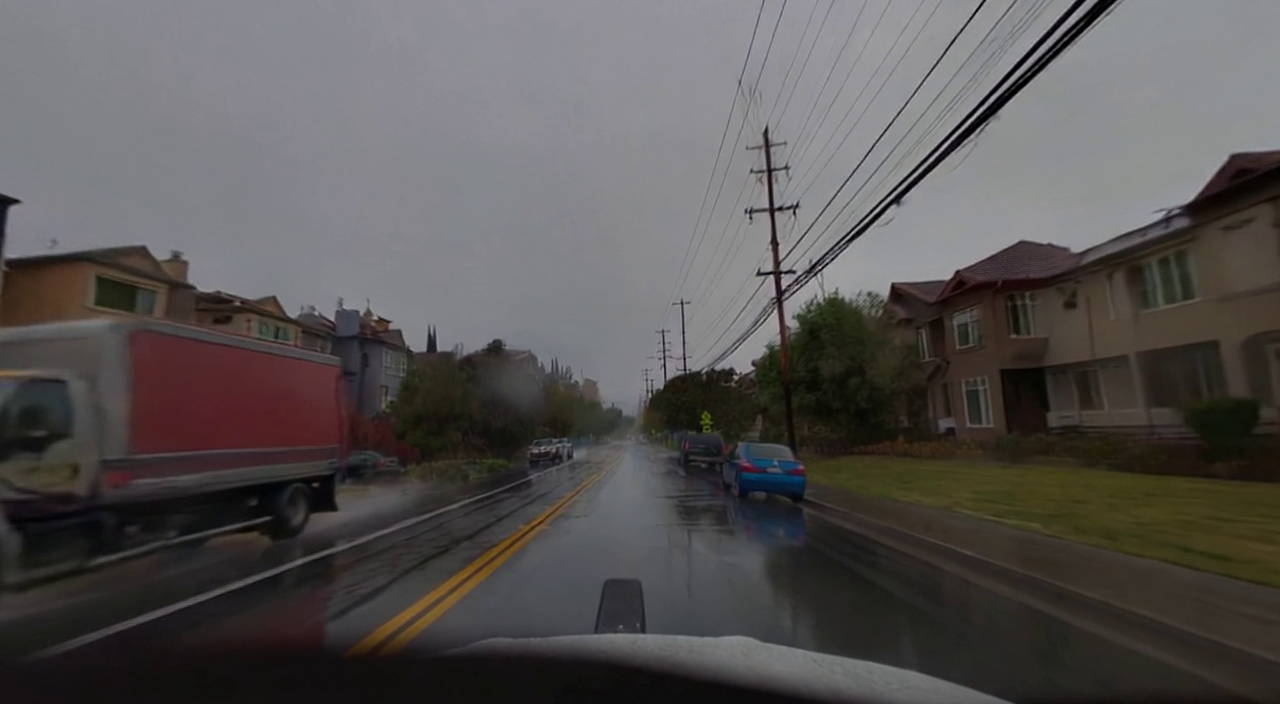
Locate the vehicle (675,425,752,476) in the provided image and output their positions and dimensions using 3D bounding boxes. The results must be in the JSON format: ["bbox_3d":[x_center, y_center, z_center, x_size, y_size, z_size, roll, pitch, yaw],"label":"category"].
[{"bbox_3d":[3.003,4.237,27.451,2.496,1.895,6.434,0,-8,-1],"label":"vehicle"}]

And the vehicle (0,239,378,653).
[{"bbox_3d":[-6.471,1.087,7.544,3.197,3.187,7.847,-3,-7,2],"label":"vehicle"}]

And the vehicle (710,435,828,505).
[{"bbox_3d":[3.021,2.872,15.984,1.890,1.463,4.952,0,-8,-1],"label":"vehicle"}]

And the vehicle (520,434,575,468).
[{"bbox_3d":[-5.855,6.352,40.724,2.427,1.998,5.239,-1,-8,4],"label":"vehicle"}]
